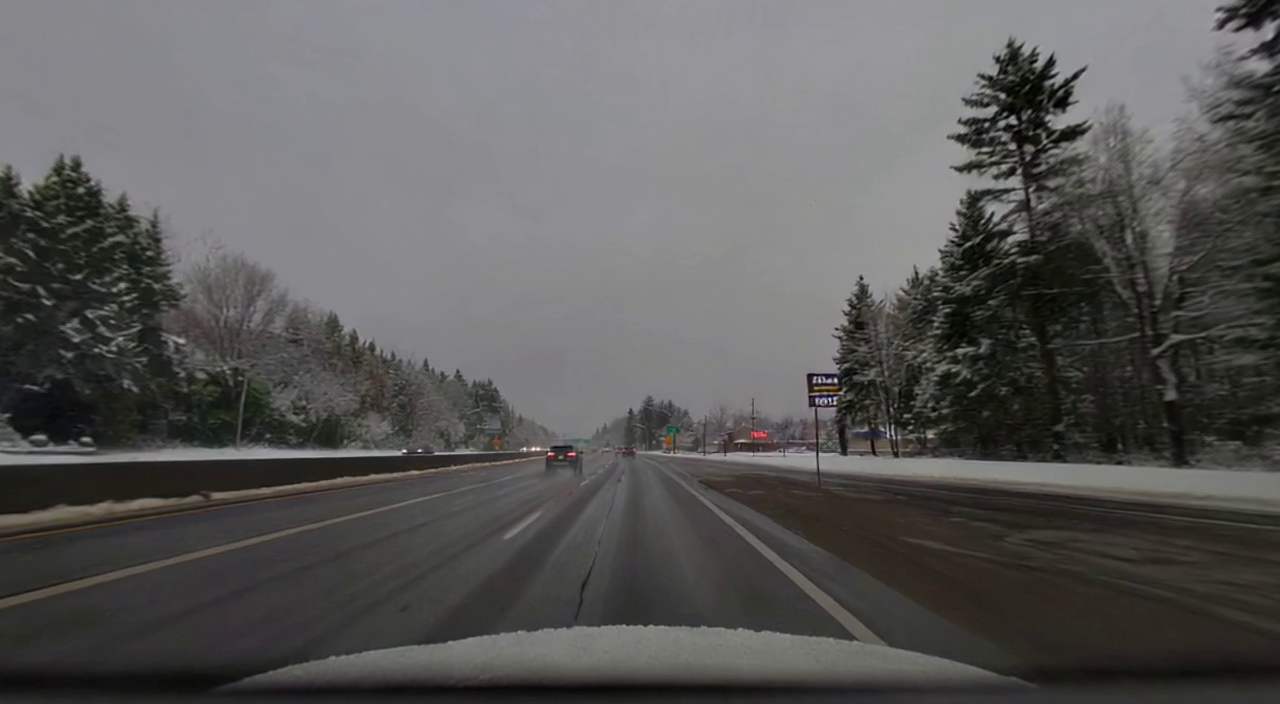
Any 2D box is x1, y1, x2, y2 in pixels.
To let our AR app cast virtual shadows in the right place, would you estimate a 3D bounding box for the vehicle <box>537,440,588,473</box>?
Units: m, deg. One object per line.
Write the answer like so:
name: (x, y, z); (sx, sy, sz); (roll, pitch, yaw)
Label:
vehicle: (-4.403, 6.019, 36.665); (2.236, 1.736, 5.585); (0, -8, 0)
